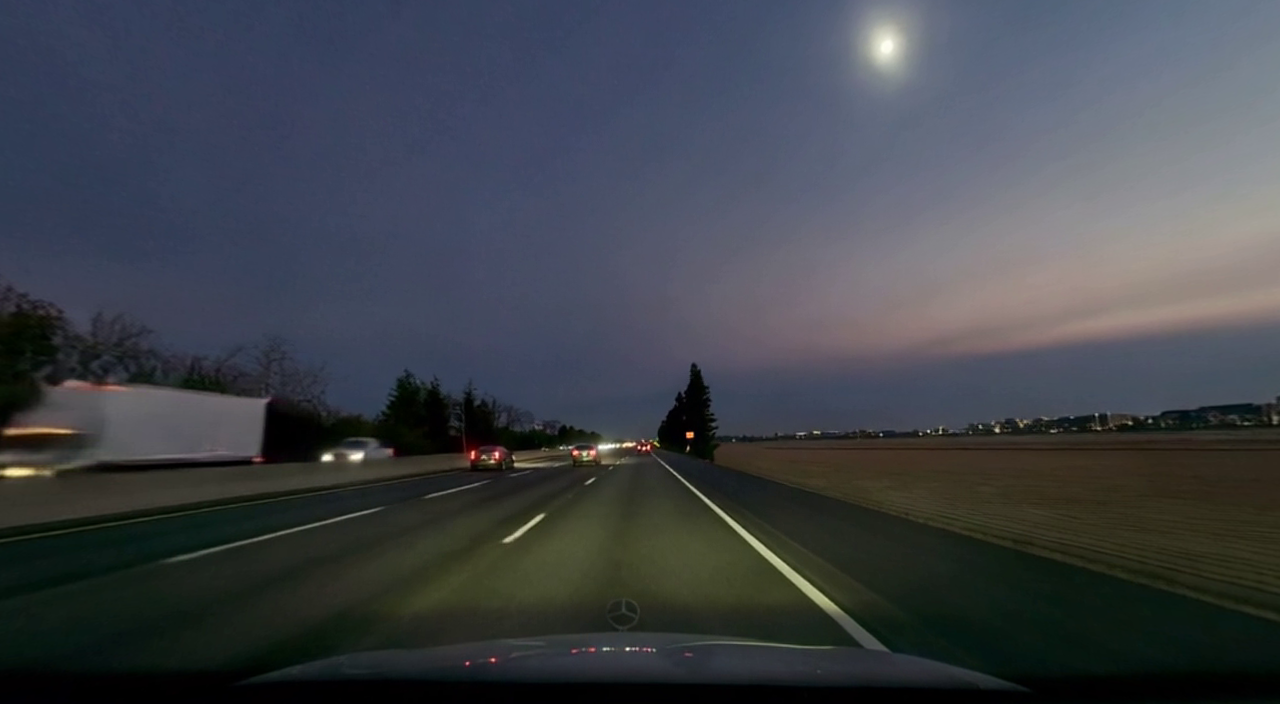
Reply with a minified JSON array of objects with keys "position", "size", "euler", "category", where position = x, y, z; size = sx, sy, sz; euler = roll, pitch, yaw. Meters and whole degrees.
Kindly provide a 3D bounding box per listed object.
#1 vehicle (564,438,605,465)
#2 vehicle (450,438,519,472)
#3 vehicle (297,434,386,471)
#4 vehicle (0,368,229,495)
[{"position":[-3.539,6.458,41.023],"size":[2.083,1.588,4.801],"euler":[0,-8,1],"category":"vehicle"},{"position":[-7.389,4.944,30.440],"size":[2.034,1.523,4.627],"euler":[0,-8,1],"category":"vehicle"},{"position":[-14.978,5.089,31.973],"size":[2.136,1.700,4.727],"euler":[0,-8,1],"category":"vehicle"},{"position":[-18.981,2.899,22.450],"size":[2.951,3.679,8.155],"euler":[0,-9,0],"category":"vehicle"}]
